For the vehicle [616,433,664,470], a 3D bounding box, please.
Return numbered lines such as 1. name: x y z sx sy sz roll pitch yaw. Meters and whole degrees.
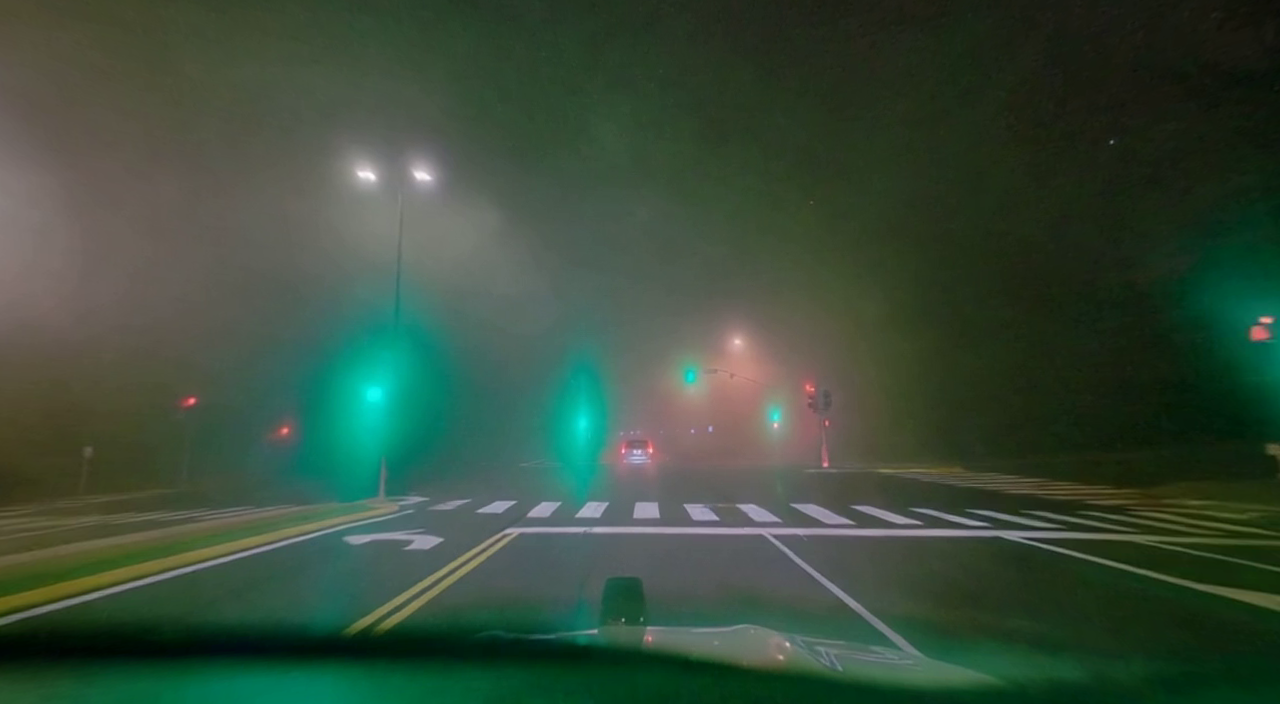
1. vehicle: -0.003 5.056 32.025 2.256 1.734 4.176 0 -8 0
